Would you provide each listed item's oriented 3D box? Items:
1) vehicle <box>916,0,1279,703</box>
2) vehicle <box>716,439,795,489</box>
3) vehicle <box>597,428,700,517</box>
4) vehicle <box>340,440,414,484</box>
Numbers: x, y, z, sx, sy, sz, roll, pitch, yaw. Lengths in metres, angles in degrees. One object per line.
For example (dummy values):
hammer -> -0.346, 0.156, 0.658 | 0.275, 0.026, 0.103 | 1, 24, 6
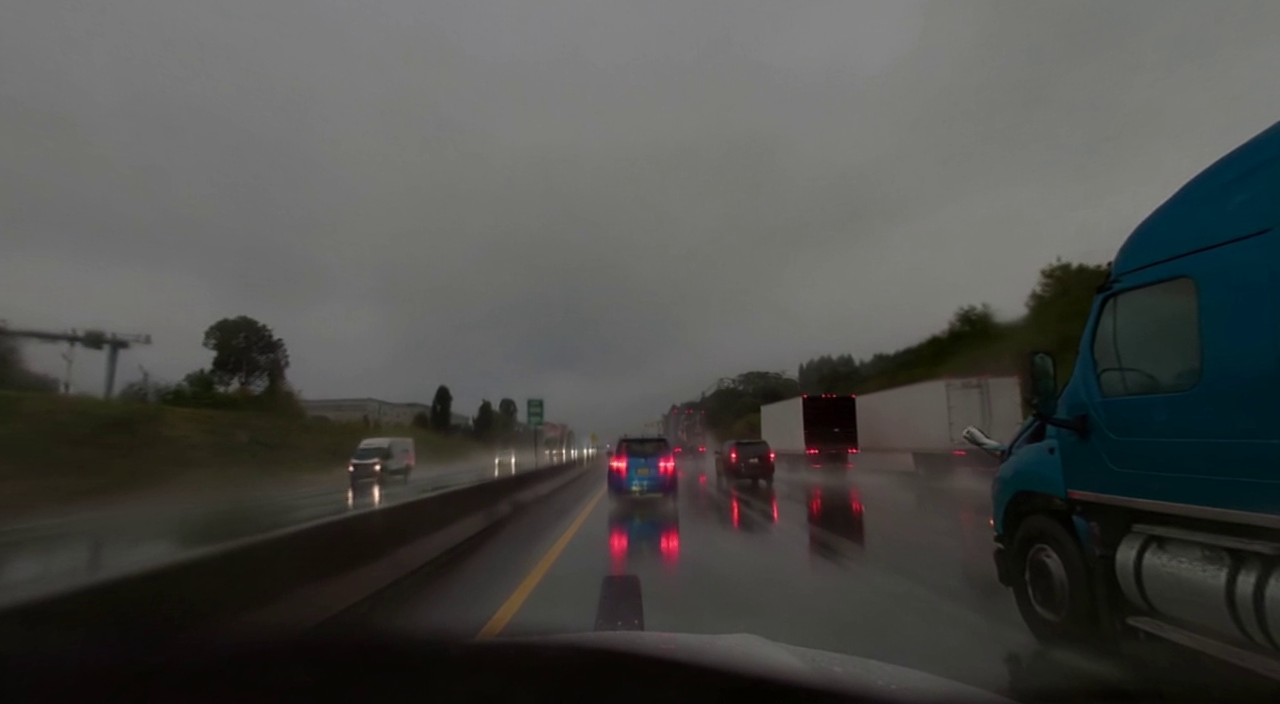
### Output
vehicle -> 4.184, -0.038, 2.874 | 2.987, 3.877, 5.881 | 0, -9, 0
vehicle -> 3.810, 3.766, 21.271 | 1.859, 1.512, 3.711 | 0, -9, -2
vehicle -> 0.167, 2.556, 13.671 | 1.965, 1.664, 3.428 | 0, -9, 0
vehicle -> -16.947, 7.086, 40.798 | 2.234, 2.649, 5.960 | 0, -9, -1
